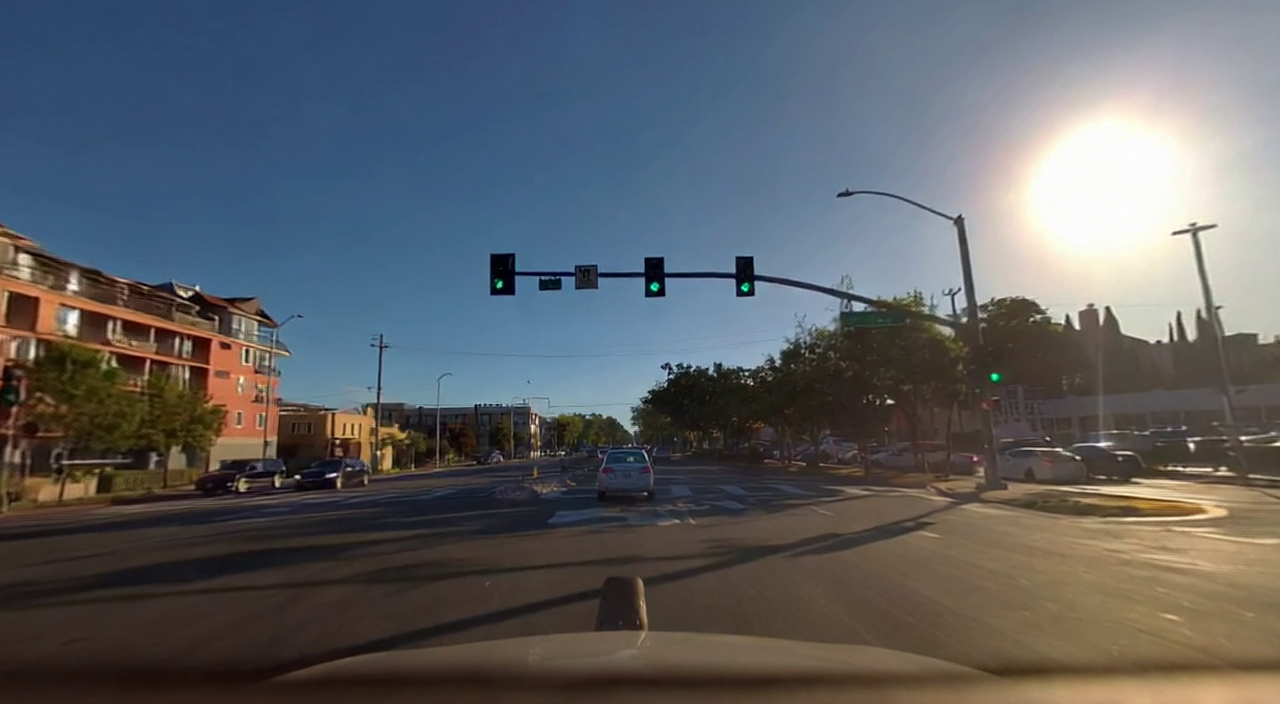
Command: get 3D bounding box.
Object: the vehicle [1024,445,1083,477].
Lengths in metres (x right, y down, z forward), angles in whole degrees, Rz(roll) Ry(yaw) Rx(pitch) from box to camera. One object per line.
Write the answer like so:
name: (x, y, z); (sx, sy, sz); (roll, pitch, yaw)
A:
vehicle: (19.944, 5.205, 30.296); (1.717, 1.444, 3.788); (-8, -12, 41)

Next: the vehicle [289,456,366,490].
vehicle: (-15.859, 6.128, 32.176); (1.947, 1.564, 3.809); (0, -9, 0)

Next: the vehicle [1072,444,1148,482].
vehicle: (19.827, 4.618, 26.459); (1.932, 1.430, 4.203); (-8, -12, 43)

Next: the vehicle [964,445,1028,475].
vehicle: (19.041, 5.706, 33.617); (1.900, 1.490, 4.238); (-8, -12, 43)

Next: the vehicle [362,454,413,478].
vehicle: (-19.662, 8.883, 49.307); (2.070, 1.723, 4.634); (0, -9, 0)

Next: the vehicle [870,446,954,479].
vehicle: (12.776, 5.172, 29.867); (1.849, 1.429, 4.335); (0, -9, -3)

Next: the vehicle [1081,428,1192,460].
vehicle: (31.082, 5.809, 39.487); (5.079, 1.893, 2.254); (1, -11, -5)

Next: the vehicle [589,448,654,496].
vehicle: (-0.593, 4.063, 21.721); (2.010, 1.447, 4.121); (0, -9, 0)

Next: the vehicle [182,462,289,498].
vehicle: (-19.417, 6.155, 30.500); (2.018, 1.468, 4.768); (0, -9, 0)
